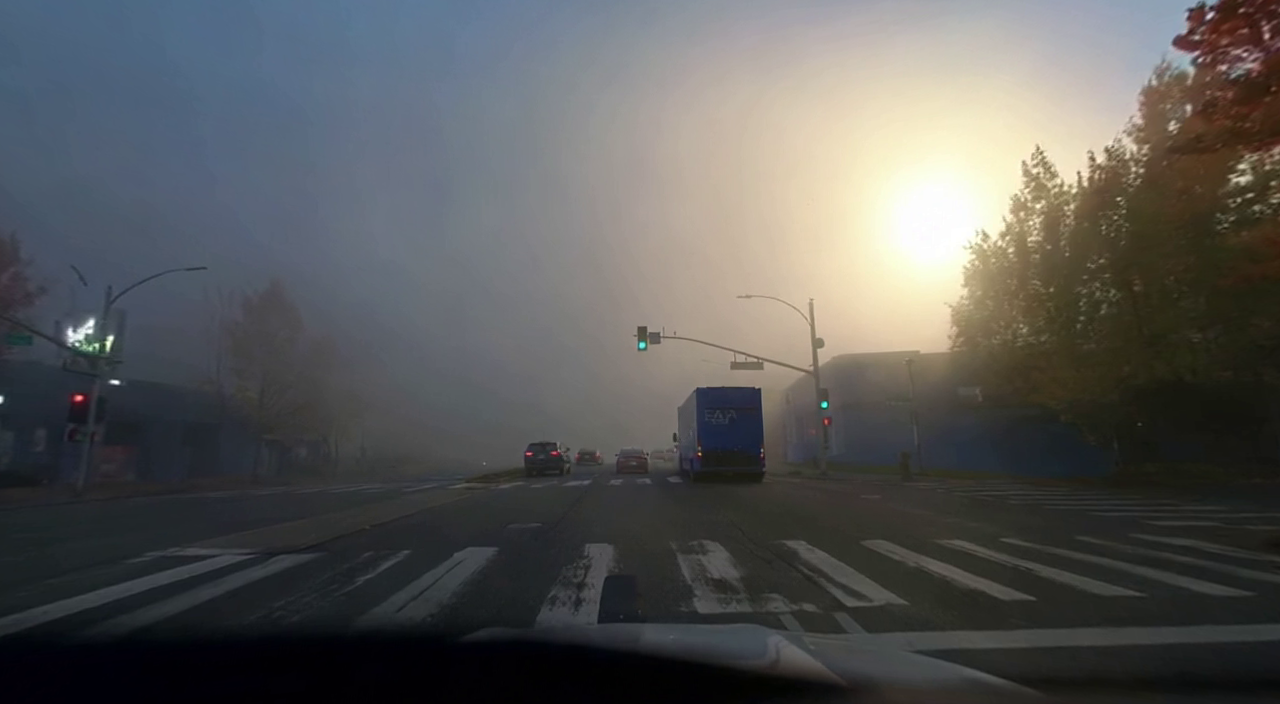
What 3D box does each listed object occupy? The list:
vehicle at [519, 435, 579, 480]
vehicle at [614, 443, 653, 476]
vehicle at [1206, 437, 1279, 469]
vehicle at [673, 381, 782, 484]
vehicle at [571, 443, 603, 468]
[{"bbox_3d":[-4.027,4.760,28.656,2.035,1.867,4.607,0,-9,0],"label":"vehicle"},{"bbox_3d":[-0.313,5.369,31.619,1.846,1.528,4.348,0,-9,0],"label":"vehicle"},{"bbox_3d":[32.653,5.300,33.111,1.761,1.547,3.972,1,-9,-8],"label":"vehicle"},{"bbox_3d":[3.411,3.668,27.928,3.003,3.680,10.684,0,-9,-2],"label":"vehicle"},{"bbox_3d":[-3.792,7.475,45.559,1.950,1.665,4.203,0,-9,0],"label":"vehicle"}]
